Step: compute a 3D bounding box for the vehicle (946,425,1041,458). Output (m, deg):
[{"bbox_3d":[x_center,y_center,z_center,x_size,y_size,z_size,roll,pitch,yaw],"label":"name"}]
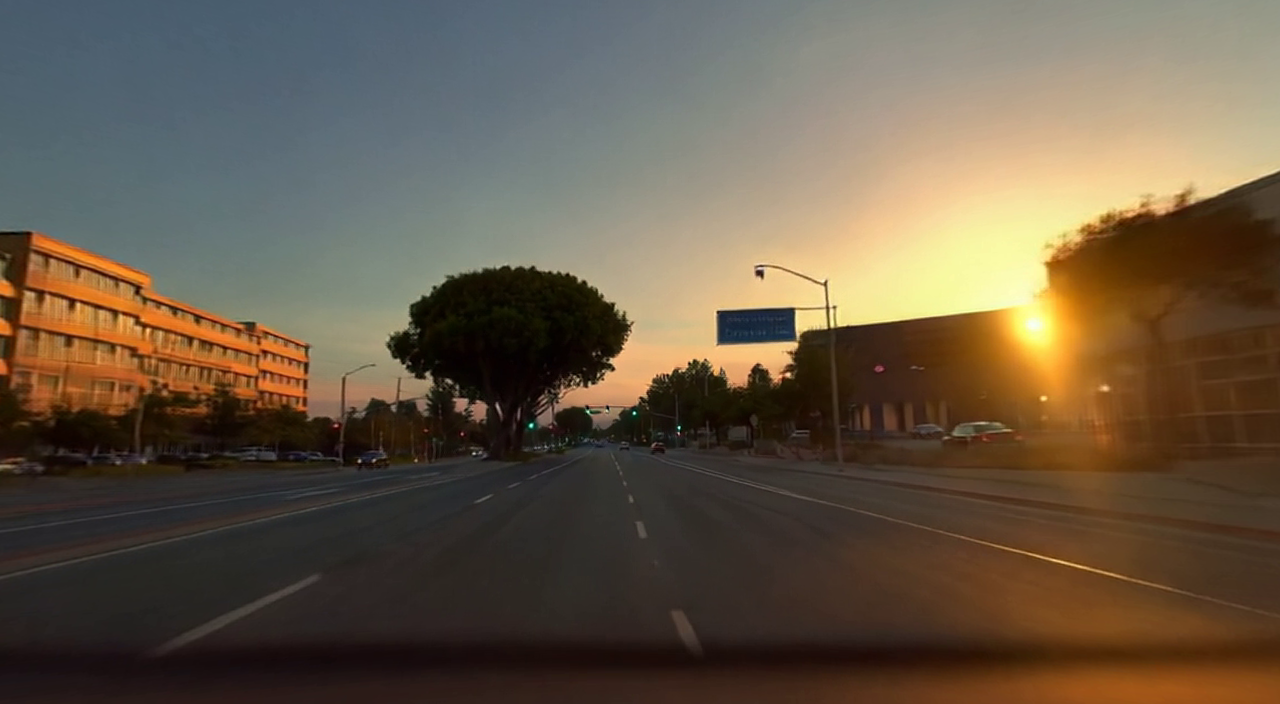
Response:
[{"bbox_3d":[16.973,4.337,30.611,1.812,1.467,4.411,0,-8,-4],"label":"vehicle"}]
